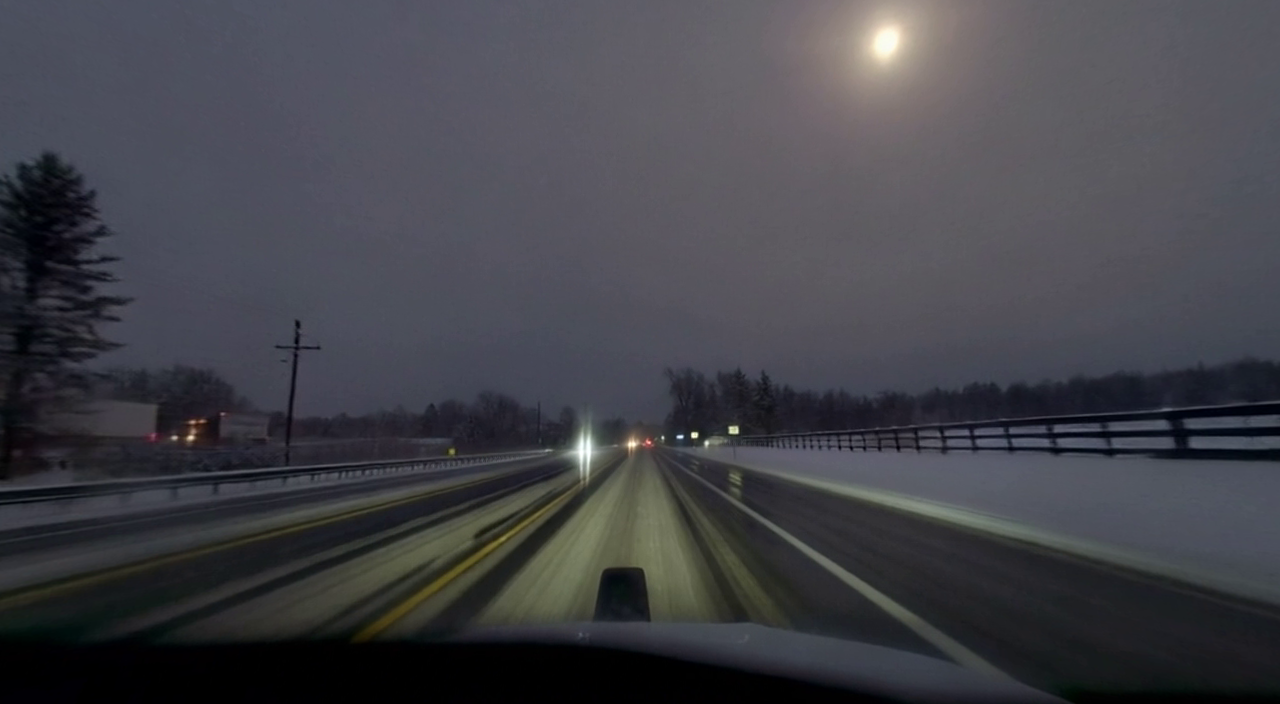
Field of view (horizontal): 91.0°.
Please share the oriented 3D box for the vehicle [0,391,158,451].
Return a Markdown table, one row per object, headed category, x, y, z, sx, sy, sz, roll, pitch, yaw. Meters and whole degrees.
| category | x | y | z | sx | sy | sz | roll | pitch | yaw |
| --- | --- | --- | --- | --- | --- | --- | --- | --- | --- |
| vehicle | -44.825 | 5.543 | 48.807 | 2.926 | 4.043 | 14.813 | 0 | -8 | 1 |
